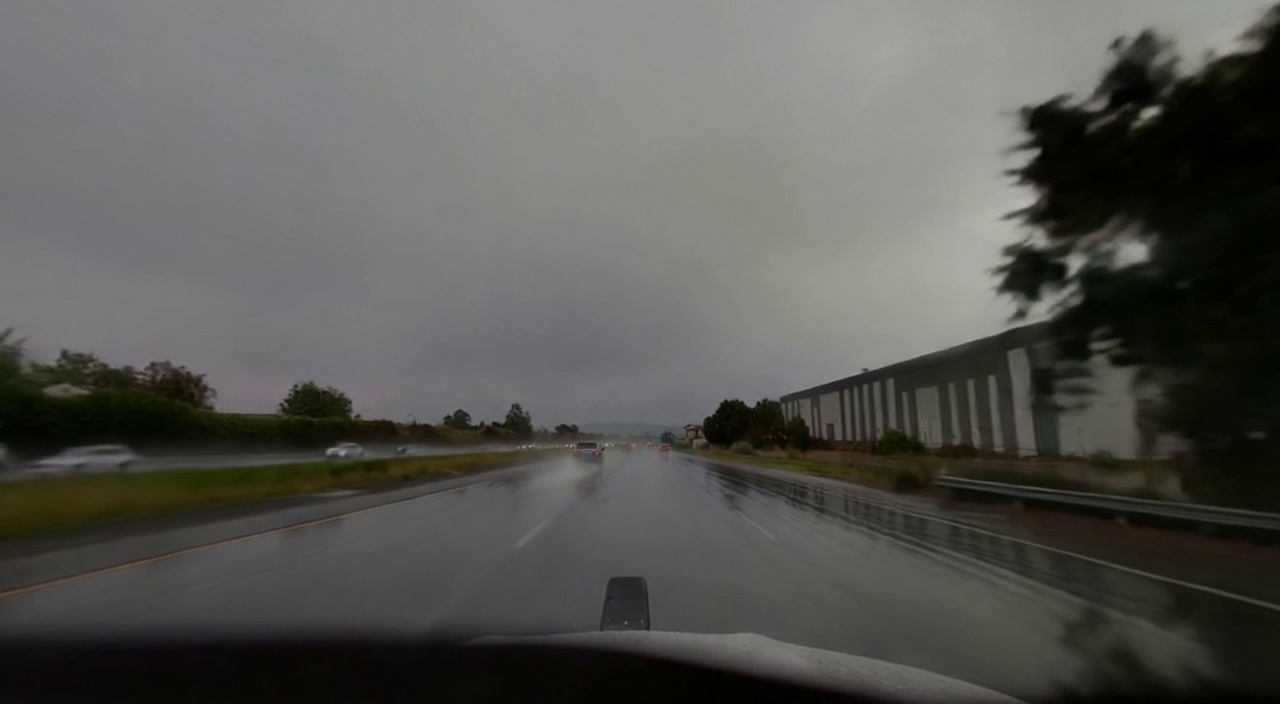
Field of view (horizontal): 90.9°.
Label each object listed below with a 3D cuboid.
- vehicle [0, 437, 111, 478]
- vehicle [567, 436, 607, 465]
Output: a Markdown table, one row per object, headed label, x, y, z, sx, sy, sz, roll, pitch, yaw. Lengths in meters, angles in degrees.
| label | x | y | z | sx | sy | sz | roll | pitch | yaw |
| --- | --- | --- | --- | --- | --- | --- | --- | --- | --- |
| vehicle | -28.202 | 4.947 | 29.855 | 1.975 | 1.771 | 4.906 | 0 | -8 | 1 |
| vehicle | -3.570 | 6.751 | 43.382 | 2.218 | 1.850 | 4.774 | 0 | -8 | 1 |
